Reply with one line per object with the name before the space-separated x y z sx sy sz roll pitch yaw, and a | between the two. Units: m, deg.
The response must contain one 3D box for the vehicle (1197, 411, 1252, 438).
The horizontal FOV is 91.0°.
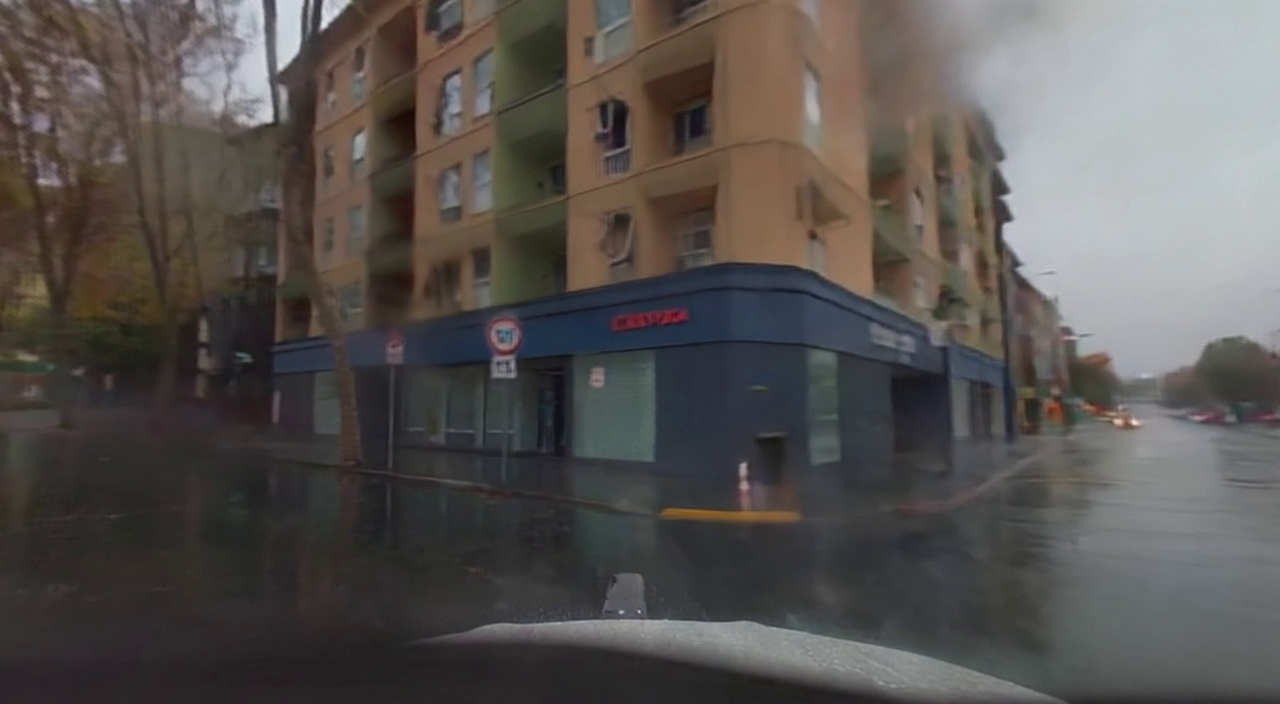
vehicle | 42.884 5.365 46.259 2.152 1.874 4.209 -4 -9 33
